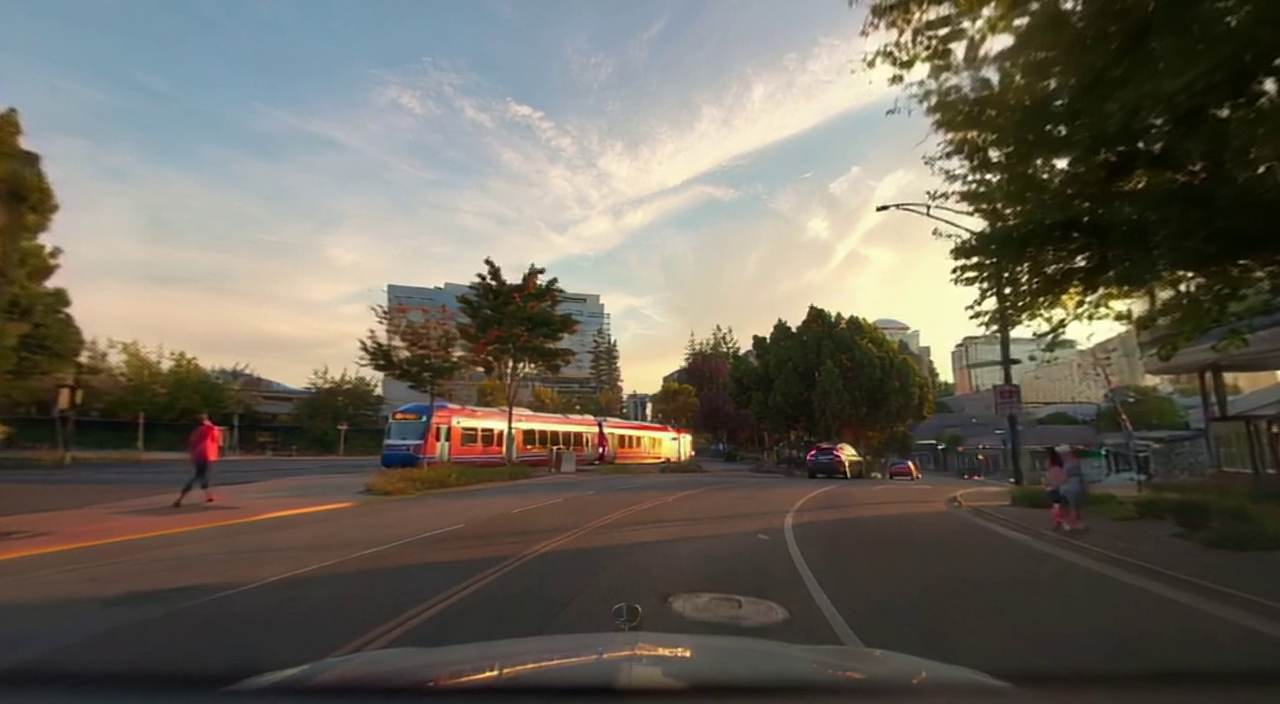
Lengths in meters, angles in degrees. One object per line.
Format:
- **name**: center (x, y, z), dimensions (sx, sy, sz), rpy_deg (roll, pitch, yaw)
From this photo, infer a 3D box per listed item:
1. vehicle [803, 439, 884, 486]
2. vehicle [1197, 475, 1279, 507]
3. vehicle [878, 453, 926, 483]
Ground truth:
- **vehicle**: center (8.529, 4.534, 26.233), dimensions (2.263, 1.765, 4.237), rpy_deg (-5, -10, 29)
- **vehicle**: center (30.894, 6.947, 31.684), dimensions (4.118, 1.477, 1.691), rpy_deg (-1, -9, 2)
- **vehicle**: center (16.888, 7.409, 40.602), dimensions (2.010, 1.725, 4.320), rpy_deg (-6, -10, 32)
